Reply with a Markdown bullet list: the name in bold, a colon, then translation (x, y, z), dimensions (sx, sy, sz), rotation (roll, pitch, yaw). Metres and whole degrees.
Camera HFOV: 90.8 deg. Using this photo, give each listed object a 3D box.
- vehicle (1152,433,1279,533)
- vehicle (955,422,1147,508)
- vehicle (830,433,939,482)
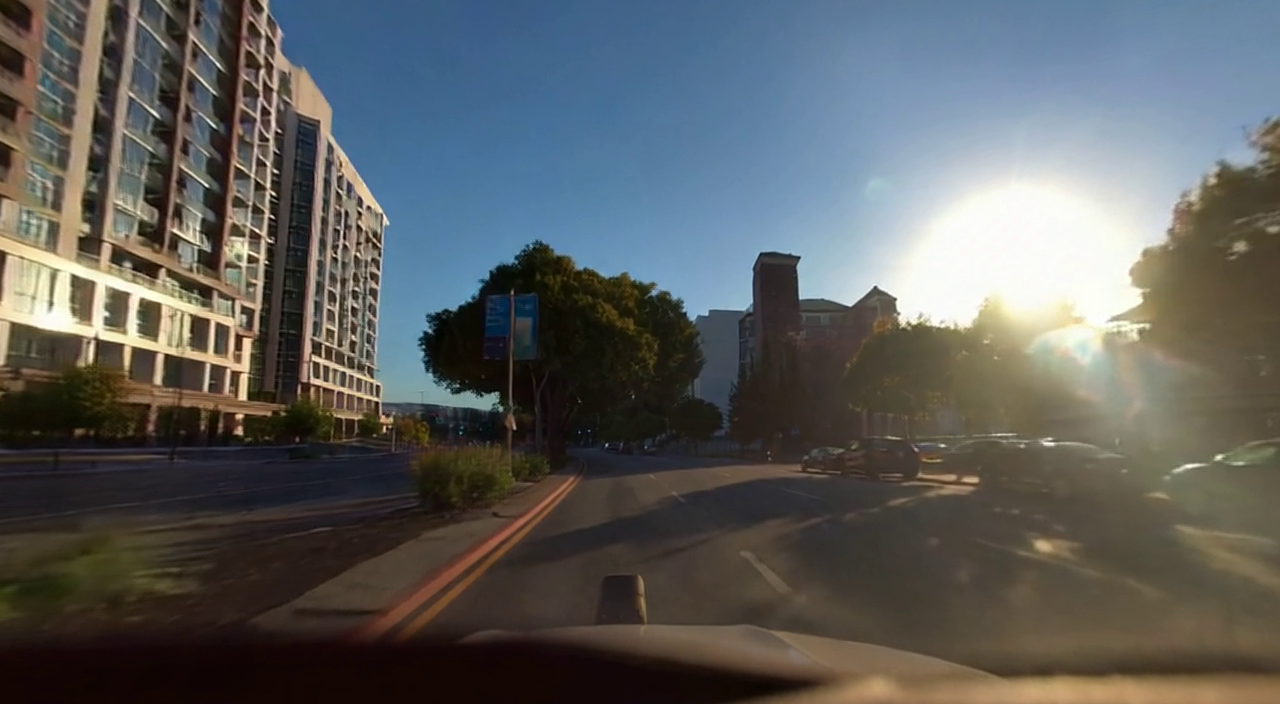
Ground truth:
- **vehicle**: translation (10.925, 2.061, 9.964), dimensions (1.885, 1.545, 4.377), rotation (0, -9, -2)
- **vehicle**: translation (10.780, 2.988, 17.123), dimensions (1.916, 1.889, 4.675), rotation (4, -9, -3)
- **vehicle**: translation (9.959, 4.346, 26.325), dimensions (2.211, 1.831, 5.275), rotation (0, -9, -2)
